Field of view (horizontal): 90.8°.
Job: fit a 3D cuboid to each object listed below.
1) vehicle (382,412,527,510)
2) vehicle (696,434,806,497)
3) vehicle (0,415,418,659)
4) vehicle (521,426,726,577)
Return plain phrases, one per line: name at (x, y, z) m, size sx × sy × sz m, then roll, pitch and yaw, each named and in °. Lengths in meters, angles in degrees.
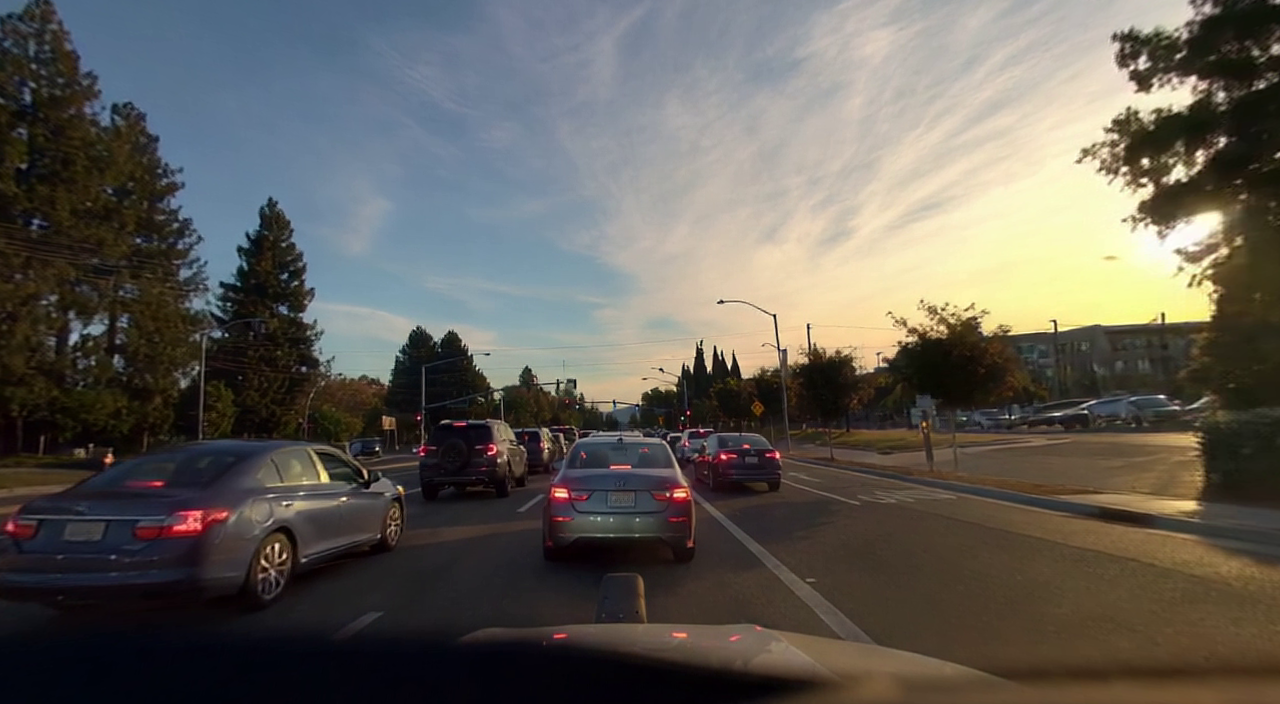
vehicle at (-4.033, 2.460, 14.637) m, size 2.054 × 1.881 × 4.469 m, roll 0°, pitch -9°, yaw -1°
vehicle at (2.807, 2.991, 17.043) m, size 1.978 × 1.452 × 4.381 m, roll 0°, pitch -9°, yaw -3°
vehicle at (-3.864, 1.443, 6.014) m, size 1.985 × 1.467 × 4.224 m, roll 0°, pitch -9°, yaw -1°
vehicle at (-0.230, 1.775, 8.316) m, size 2.007 × 1.467 × 4.059 m, roll 0°, pitch -9°, yaw -2°
